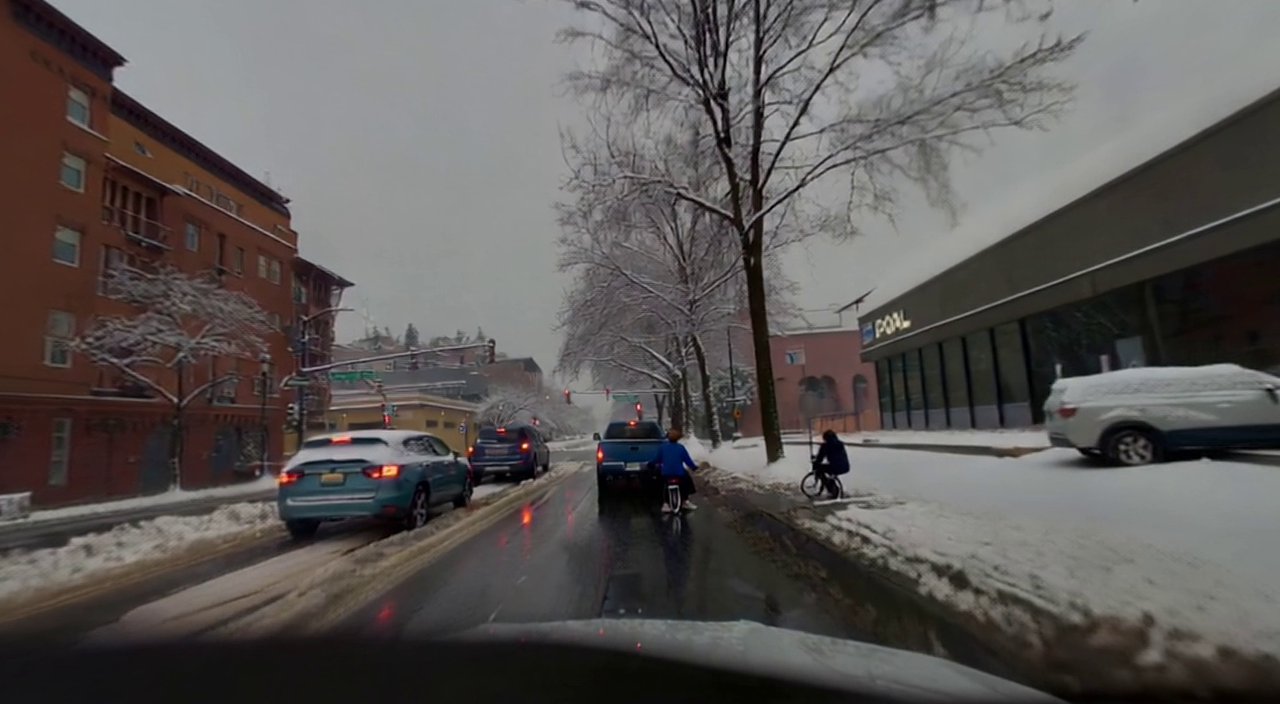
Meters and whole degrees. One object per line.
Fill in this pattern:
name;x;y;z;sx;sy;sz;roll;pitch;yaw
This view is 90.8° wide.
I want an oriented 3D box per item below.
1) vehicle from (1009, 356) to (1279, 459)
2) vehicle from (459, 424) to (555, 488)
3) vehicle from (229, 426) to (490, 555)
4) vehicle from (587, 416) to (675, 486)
vehicle;8.529;0.933;10.022;4.159;1.416;2.049;1;-8;-9
vehicle;-3.935;3.174;19.549;2.046;1.750;4.452;0;-8;-1
vehicle;-3.766;1.917;9.490;2.064;1.486;4.140;0;-8;-1
vehicle;-0.310;3.071;19.846;2.426;1.882;5.027;0;-8;-1
